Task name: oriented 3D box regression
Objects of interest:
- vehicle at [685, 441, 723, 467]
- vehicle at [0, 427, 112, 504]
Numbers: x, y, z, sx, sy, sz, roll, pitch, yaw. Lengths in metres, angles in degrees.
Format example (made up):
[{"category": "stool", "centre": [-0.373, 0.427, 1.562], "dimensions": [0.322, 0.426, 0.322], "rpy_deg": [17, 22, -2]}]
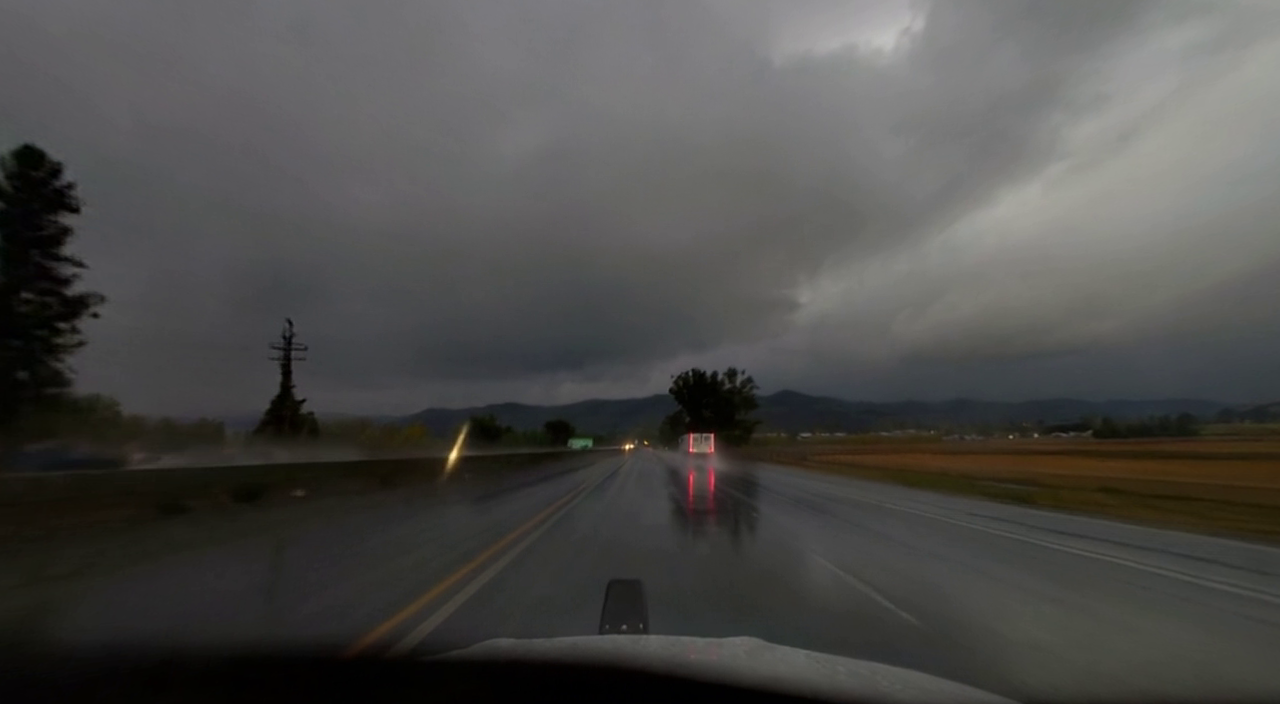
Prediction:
[{"category": "vehicle", "centre": [4.298, 6.951, 43.120], "dimensions": [2.157, 1.640, 4.056], "rpy_deg": [0, -8, 0]}, {"category": "vehicle", "centre": [-17.421, 3.008, 16.735], "dimensions": [2.361, 1.937, 5.075], "rpy_deg": [-1, -8, 1]}]
